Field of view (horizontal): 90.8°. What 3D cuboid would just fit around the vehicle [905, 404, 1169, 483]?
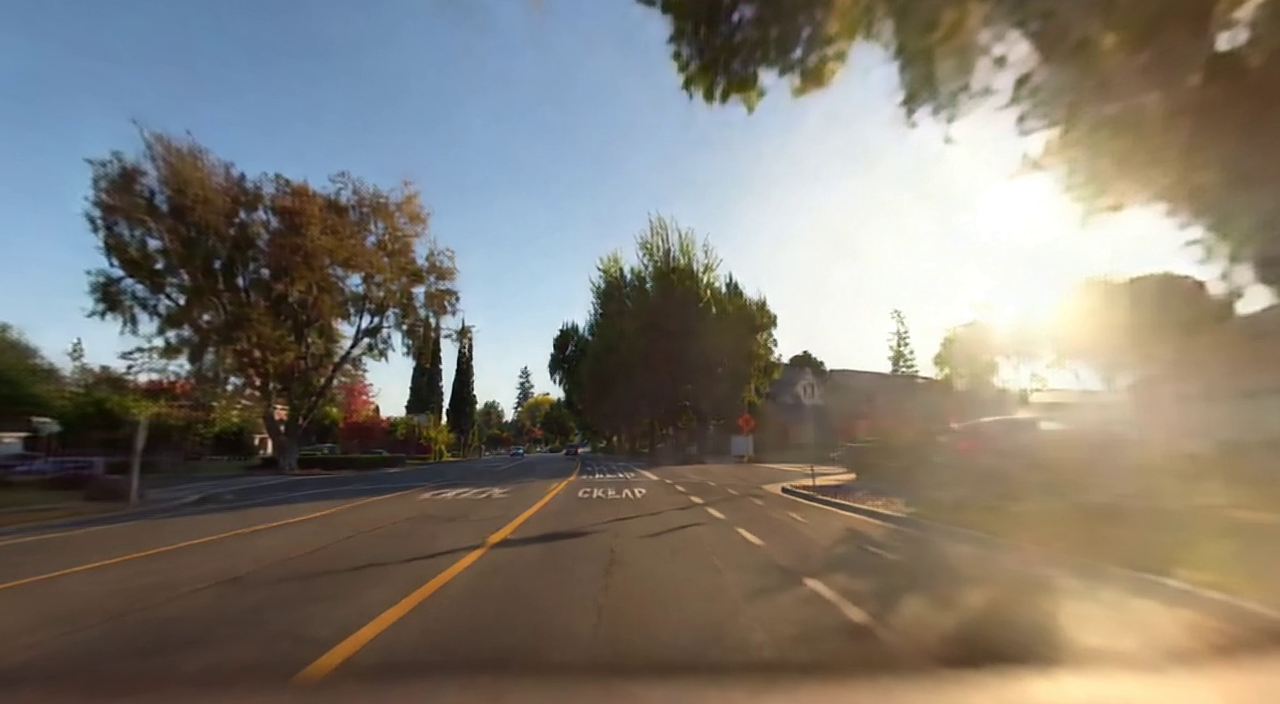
[{"bbox_3d":[11.291,2.667,18.380,5.949,2.092,2.570,1,-9,-2],"label":"vehicle"}]

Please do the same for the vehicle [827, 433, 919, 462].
[{"bbox_3d":[13.872,5.739,37.841,4.702,1.661,1.977,0,-8,0],"label":"vehicle"}]

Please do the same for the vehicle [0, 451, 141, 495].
[{"bbox_3d":[-26.000,5.395,28.364,5.067,1.792,2.217,2,-9,-9],"label":"vehicle"}]
